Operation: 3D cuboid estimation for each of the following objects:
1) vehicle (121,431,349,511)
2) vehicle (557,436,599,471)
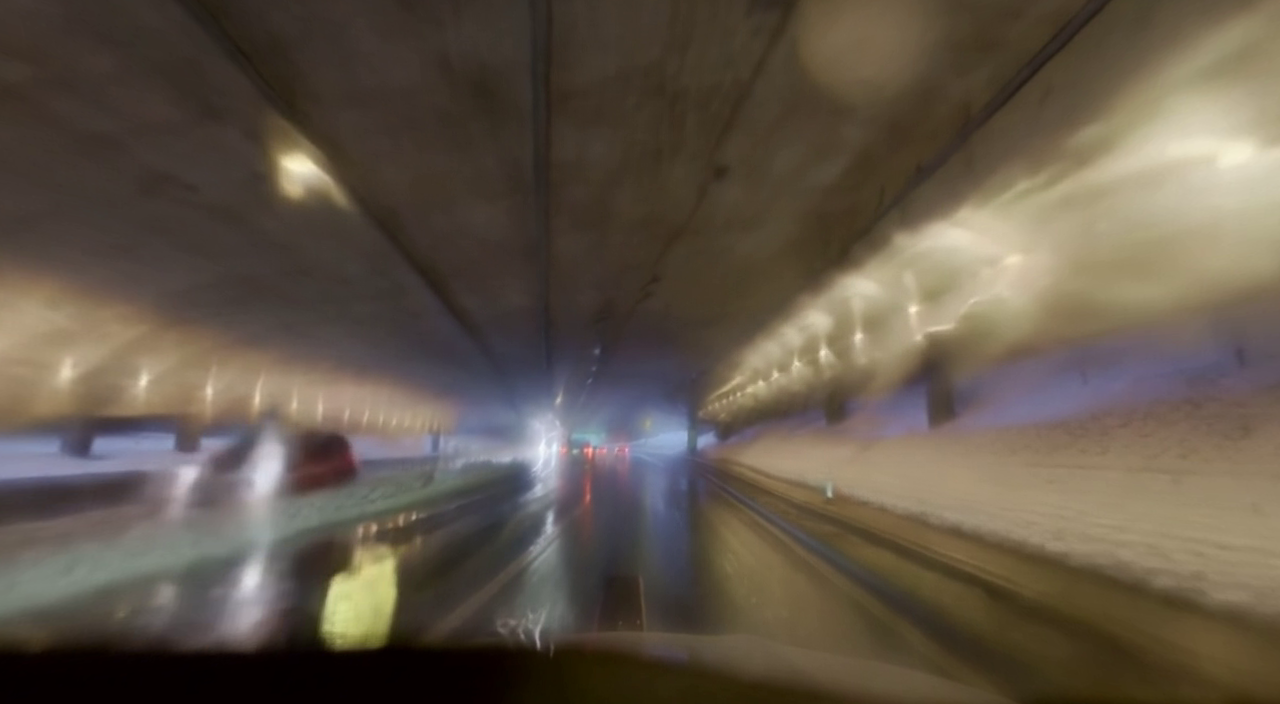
[{"bbox_3d":[-8.351,2.485,13.687,1.963,1.414,4.567,0,-8,-1],"label":"vehicle"},{"bbox_3d":[-3.323,5.540,34.613,1.961,1.725,4.315,0,-8,-1],"label":"vehicle"}]
